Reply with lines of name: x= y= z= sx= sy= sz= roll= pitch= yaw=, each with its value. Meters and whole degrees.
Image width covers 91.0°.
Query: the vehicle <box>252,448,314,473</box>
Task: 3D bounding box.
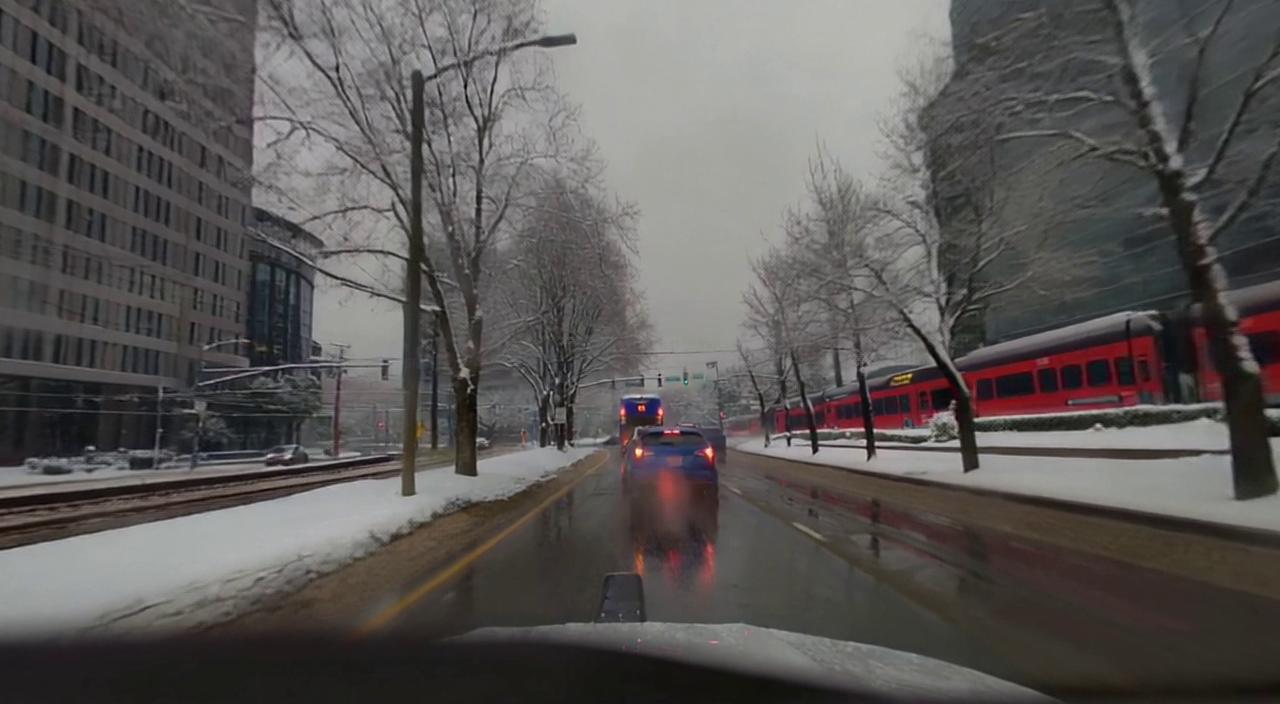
vehicle: x=-23.423 y=7.106 z=41.471 sx=1.900 sy=1.465 sz=4.781 roll=1 pitch=-9 yaw=-8

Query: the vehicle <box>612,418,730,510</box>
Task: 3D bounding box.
vehicle: x=0.541 y=2.387 z=13.785 sx=2.190 sy=1.684 sz=4.084 roll=0 pitch=-9 yaw=-1
